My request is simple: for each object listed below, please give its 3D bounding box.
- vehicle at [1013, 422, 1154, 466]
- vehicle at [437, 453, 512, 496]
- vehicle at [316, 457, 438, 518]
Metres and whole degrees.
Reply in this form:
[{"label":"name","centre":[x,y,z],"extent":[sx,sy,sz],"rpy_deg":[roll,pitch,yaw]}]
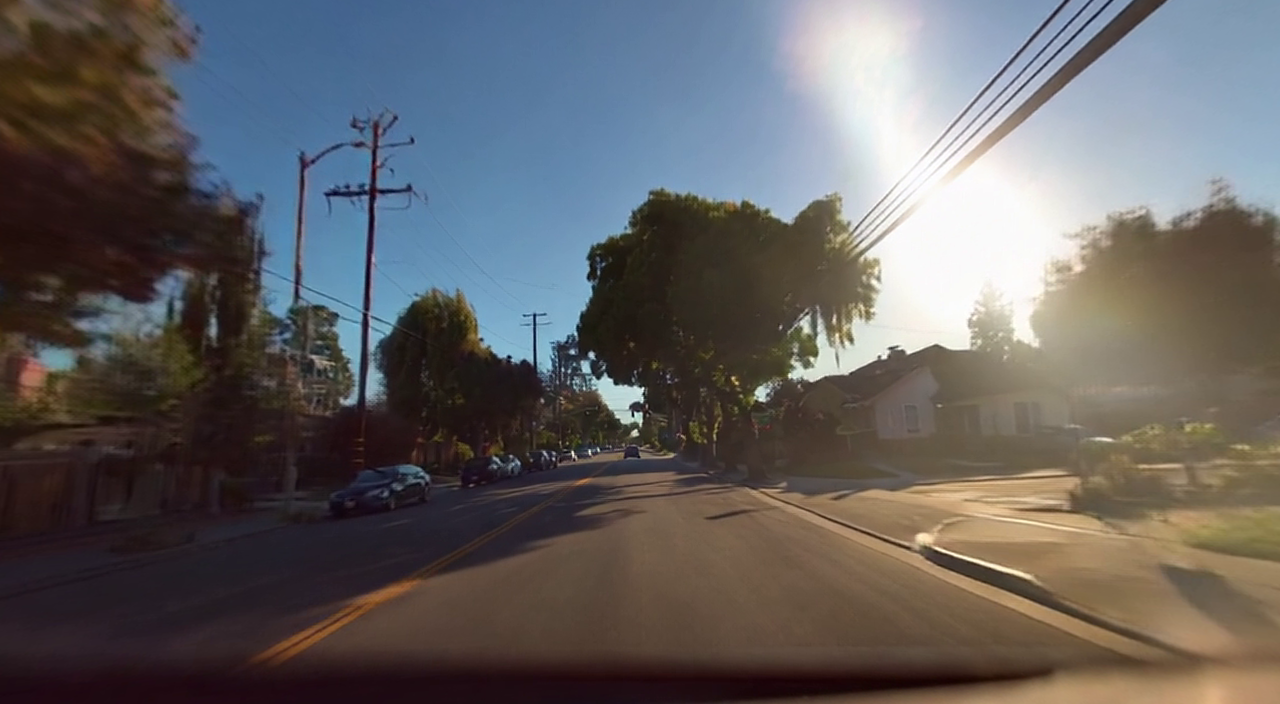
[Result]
[{"label":"vehicle","centre":[17.351,3.655,25.152],"extent":[1.883,1.498,5.152],"rpy_deg":[-2,-8,0]},{"label":"vehicle","centre":[-7.390,5.489,28.682],"extent":[1.839,1.494,4.757],"rpy_deg":[-9,-9,2]},{"label":"vehicle","centre":[-7.558,3.892,18.602],"extent":[1.949,1.512,3.818],"rpy_deg":[0,-9,-1]}]
